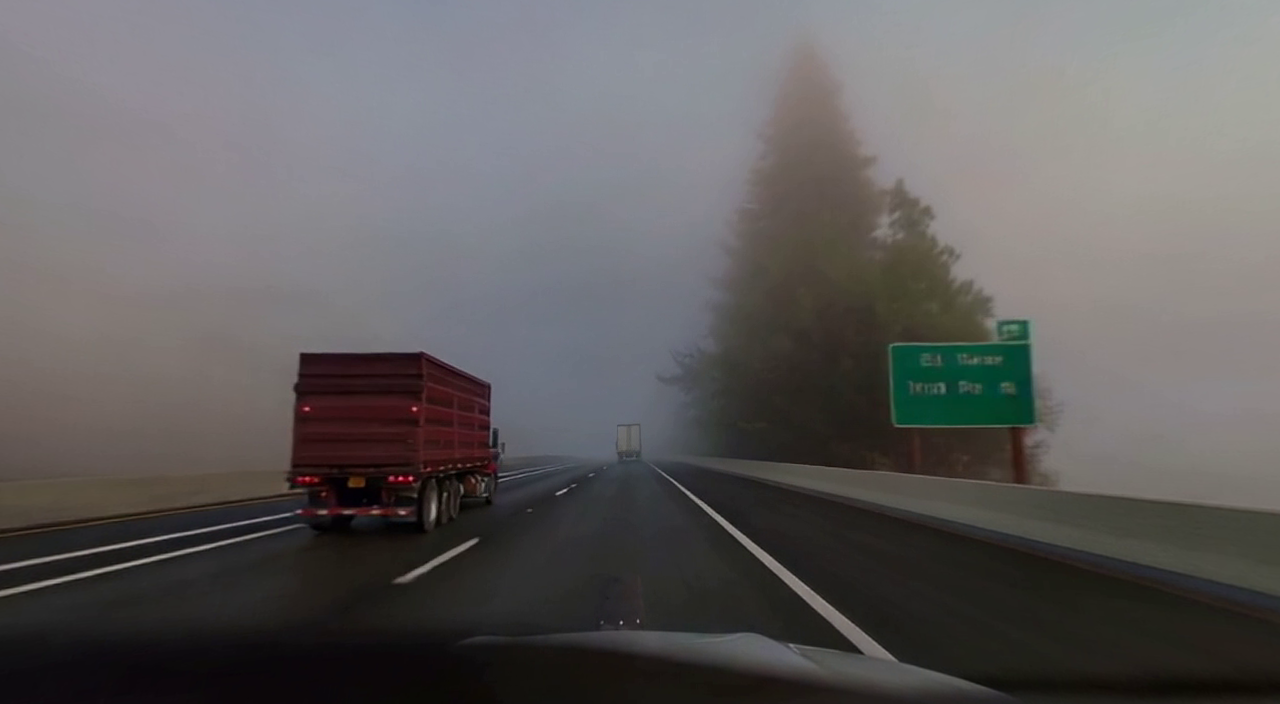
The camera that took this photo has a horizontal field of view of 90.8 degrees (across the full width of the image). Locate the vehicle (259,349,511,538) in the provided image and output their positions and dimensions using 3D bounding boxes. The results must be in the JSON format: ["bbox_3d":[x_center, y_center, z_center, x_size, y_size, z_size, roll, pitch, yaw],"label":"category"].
[{"bbox_3d":[-4.423,1.837,12.592,2.368,2.813,6.329,0,-9,0],"label":"vehicle"}]
